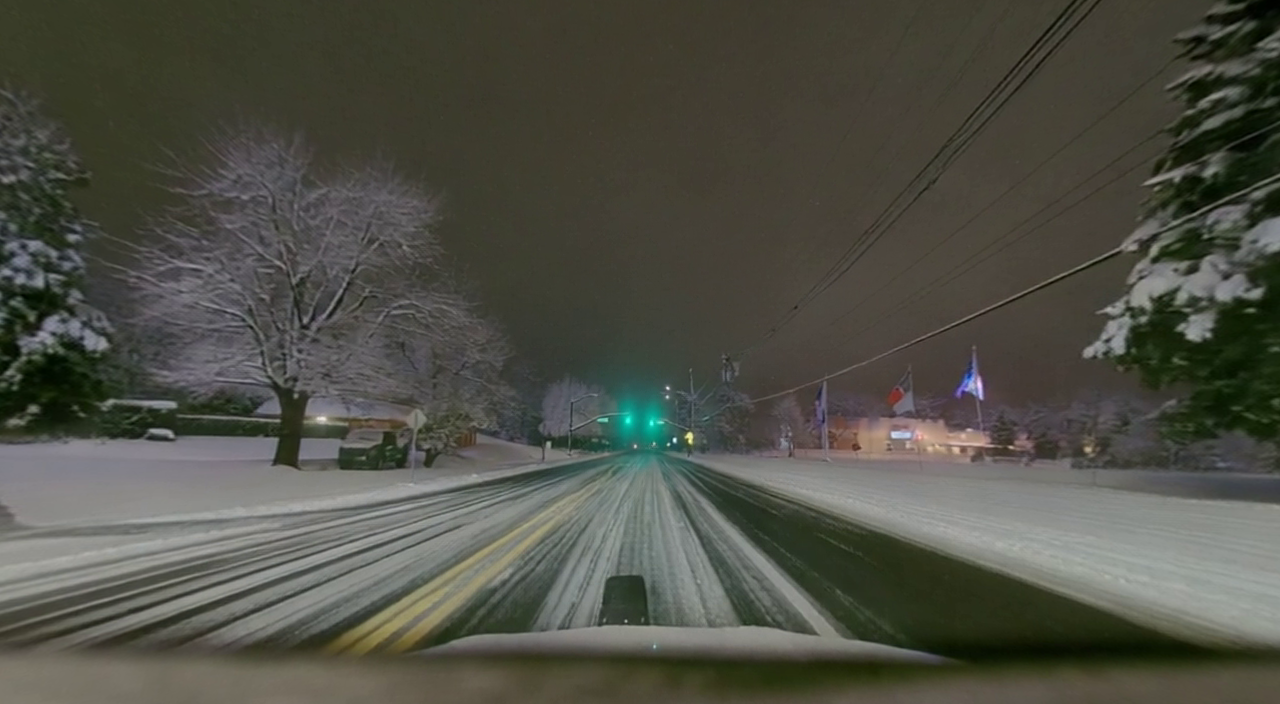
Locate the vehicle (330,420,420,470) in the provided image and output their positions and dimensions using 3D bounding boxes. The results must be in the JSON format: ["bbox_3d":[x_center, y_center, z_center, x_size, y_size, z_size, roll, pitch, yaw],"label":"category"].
[{"bbox_3d":[-13.064,4.650,31.623,2.476,2.256,5.686,0,-8,-5],"label":"vehicle"}]
